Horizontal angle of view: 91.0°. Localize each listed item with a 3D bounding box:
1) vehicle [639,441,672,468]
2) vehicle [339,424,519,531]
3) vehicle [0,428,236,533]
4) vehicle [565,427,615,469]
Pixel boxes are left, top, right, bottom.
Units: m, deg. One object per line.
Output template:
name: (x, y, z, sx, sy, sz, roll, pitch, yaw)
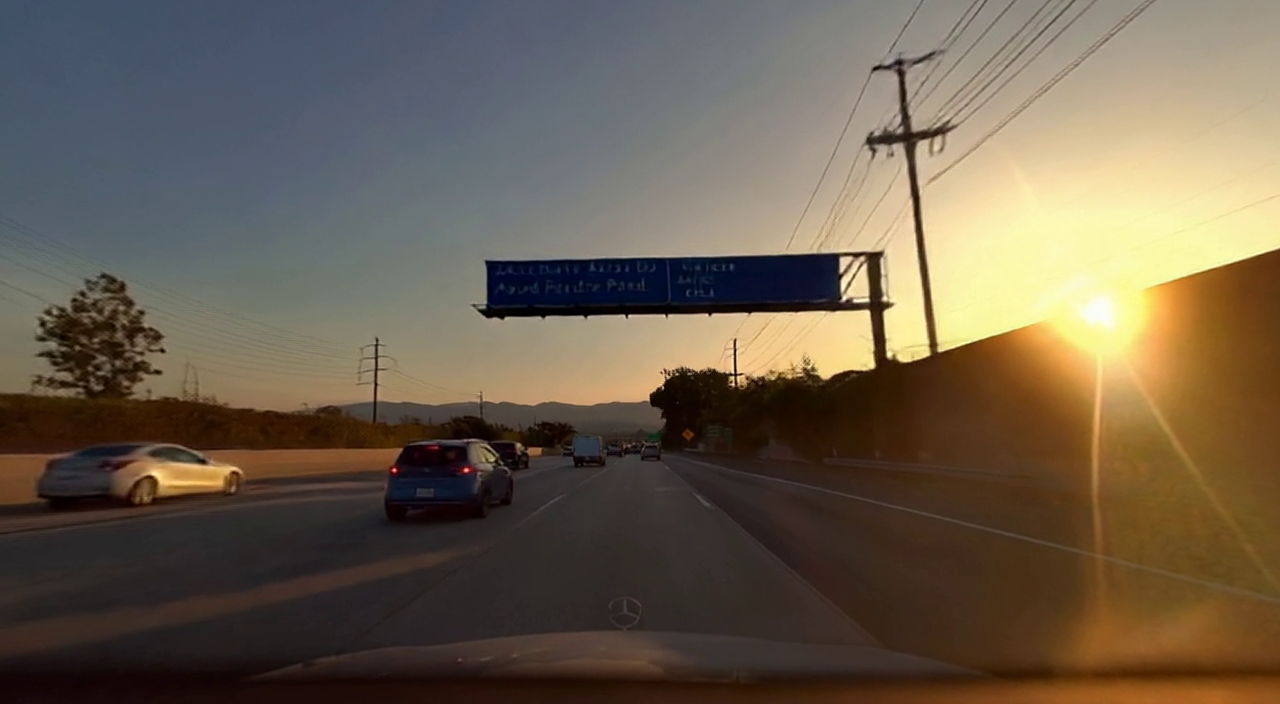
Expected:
vehicle: (1.021, 6.761, 41.644, 2.038, 1.677, 4.219, 0, -9, 2)
vehicle: (-3.765, 2.318, 12.158, 1.976, 1.688, 4.124, 0, -9, 1)
vehicle: (-11.008, 2.499, 12.933, 2.097, 1.722, 4.981, 0, -9, 0)
vehicle: (-3.684, 7.409, 48.579, 2.915, 2.885, 9.394, 0, -9, 1)
